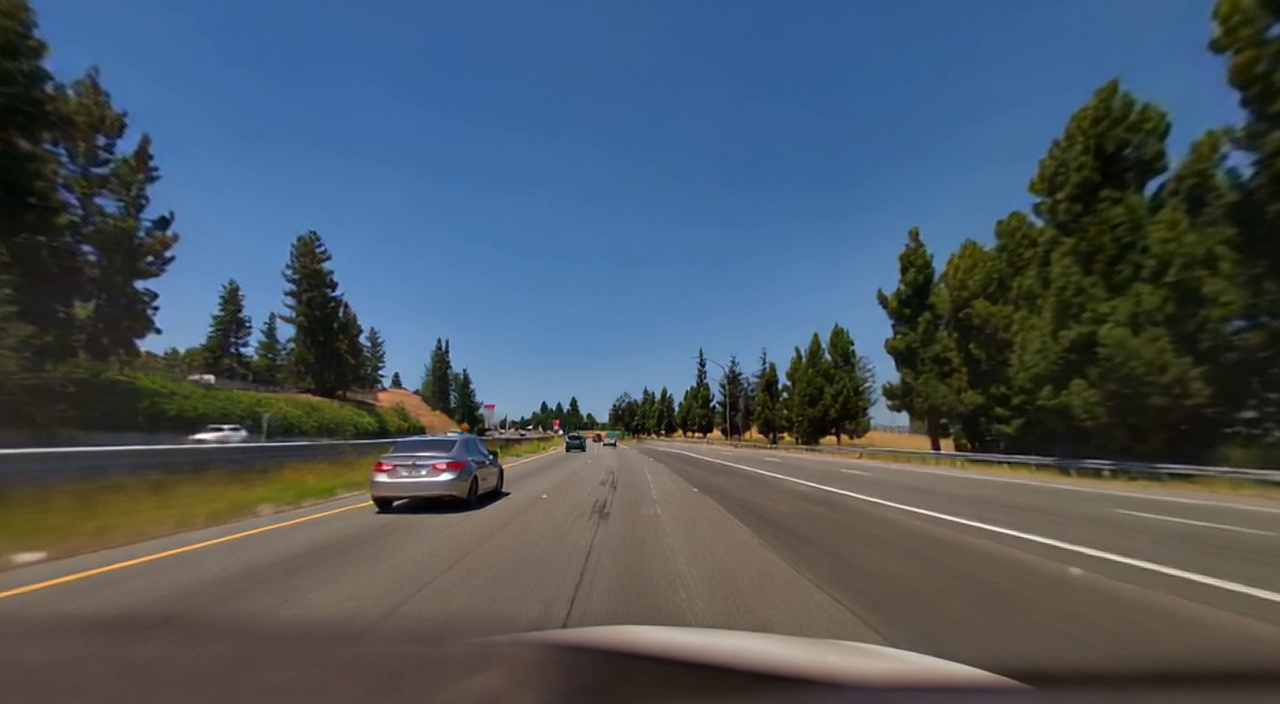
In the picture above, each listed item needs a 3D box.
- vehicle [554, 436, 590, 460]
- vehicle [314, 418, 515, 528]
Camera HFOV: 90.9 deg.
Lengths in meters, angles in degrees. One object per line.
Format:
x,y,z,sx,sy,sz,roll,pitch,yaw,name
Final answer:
-4.172,5.926,39.126,1.874,1.369,3.875,1,-8,-1,vehicle
-3.828,2.116,11.754,2.047,1.612,4.631,0,-8,0,vehicle
